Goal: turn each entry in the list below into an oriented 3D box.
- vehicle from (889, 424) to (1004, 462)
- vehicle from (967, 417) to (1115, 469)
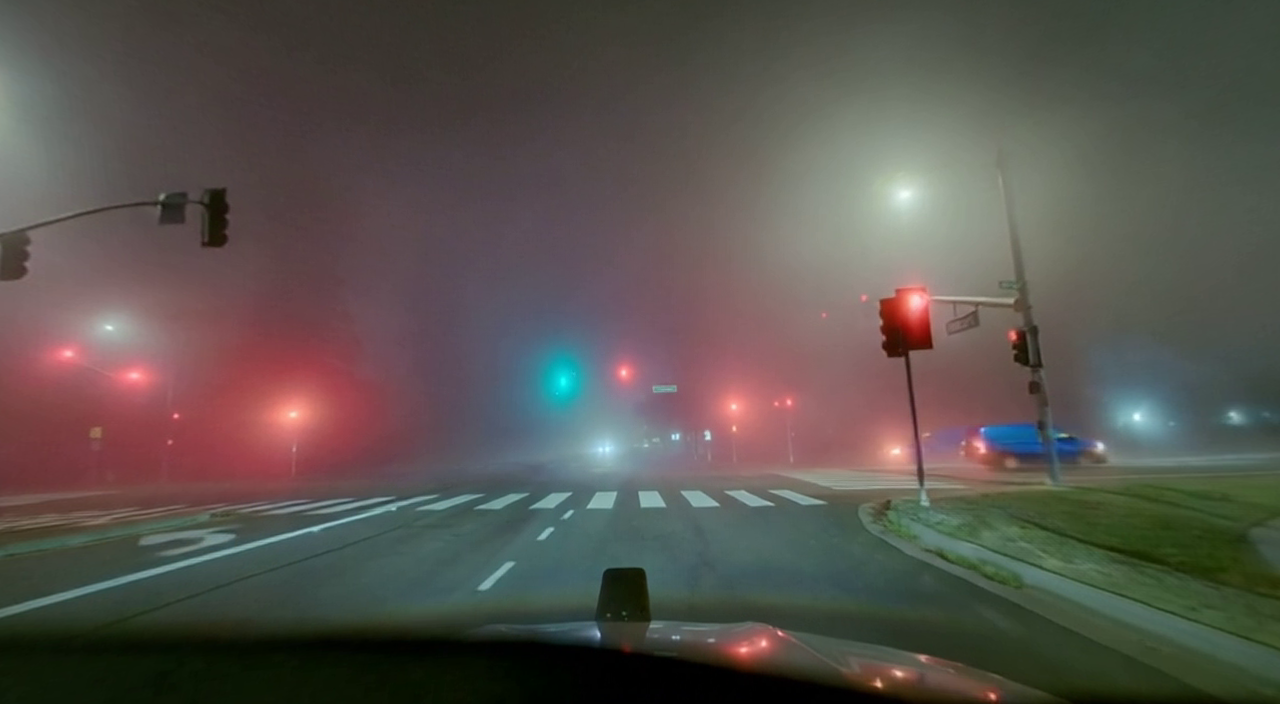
[{"bbox_3d":[15.421,4.613,31.918,4.790,1.798,1.909,-1,-8,2],"label":"vehicle"},{"bbox_3d":[15.867,3.654,25.172,4.536,1.965,1.780,-1,-8,5],"label":"vehicle"}]
